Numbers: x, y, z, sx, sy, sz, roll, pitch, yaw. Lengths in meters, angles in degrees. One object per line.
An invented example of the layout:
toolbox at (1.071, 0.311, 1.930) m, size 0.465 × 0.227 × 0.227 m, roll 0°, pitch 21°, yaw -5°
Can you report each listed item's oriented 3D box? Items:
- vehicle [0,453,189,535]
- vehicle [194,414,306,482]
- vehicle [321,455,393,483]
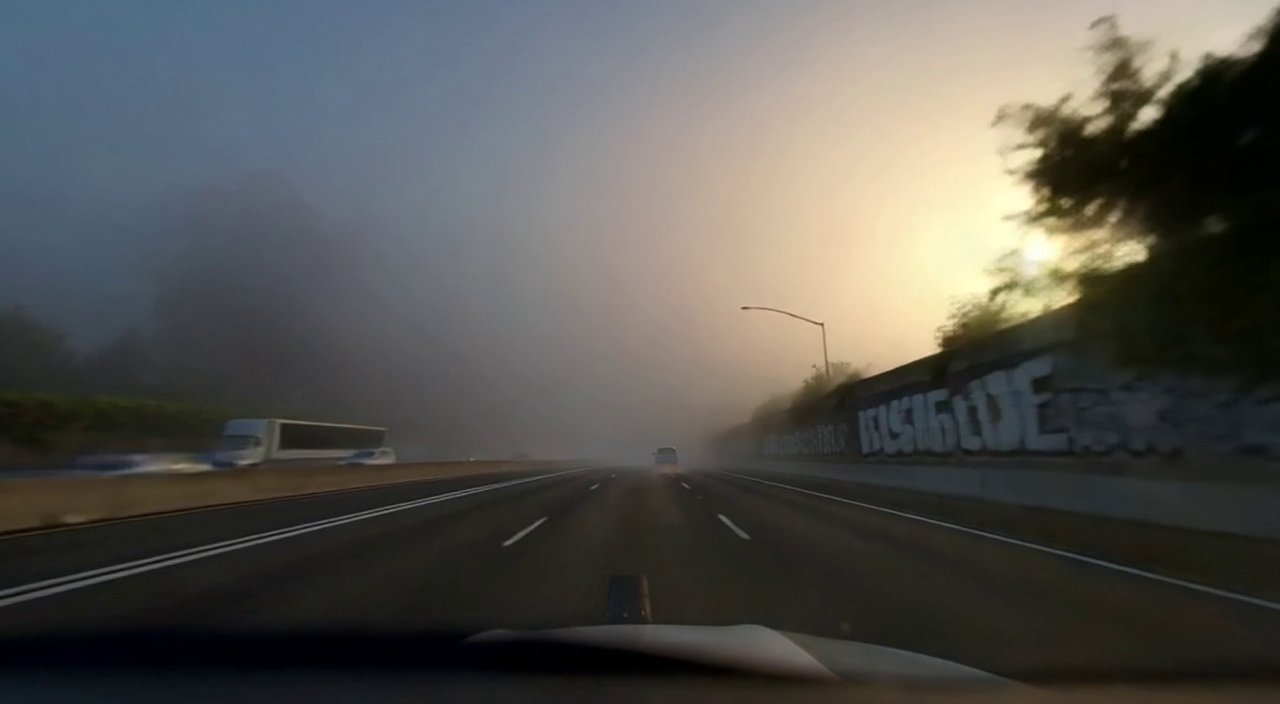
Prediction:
vehicle at (-12.588, 2.994, 13.945) m, size 1.866 × 1.480 × 4.496 m, roll 0°, pitch -9°, yaw 0°
vehicle at (-25.027, 6.249, 40.887) m, size 2.948 × 4.021 × 5.825 m, roll -1°, pitch -9°, yaw 6°
vehicle at (-15.822, 6.538, 35.501) m, size 1.960 × 1.471 × 4.518 m, roll 0°, pitch -9°, yaw 0°
